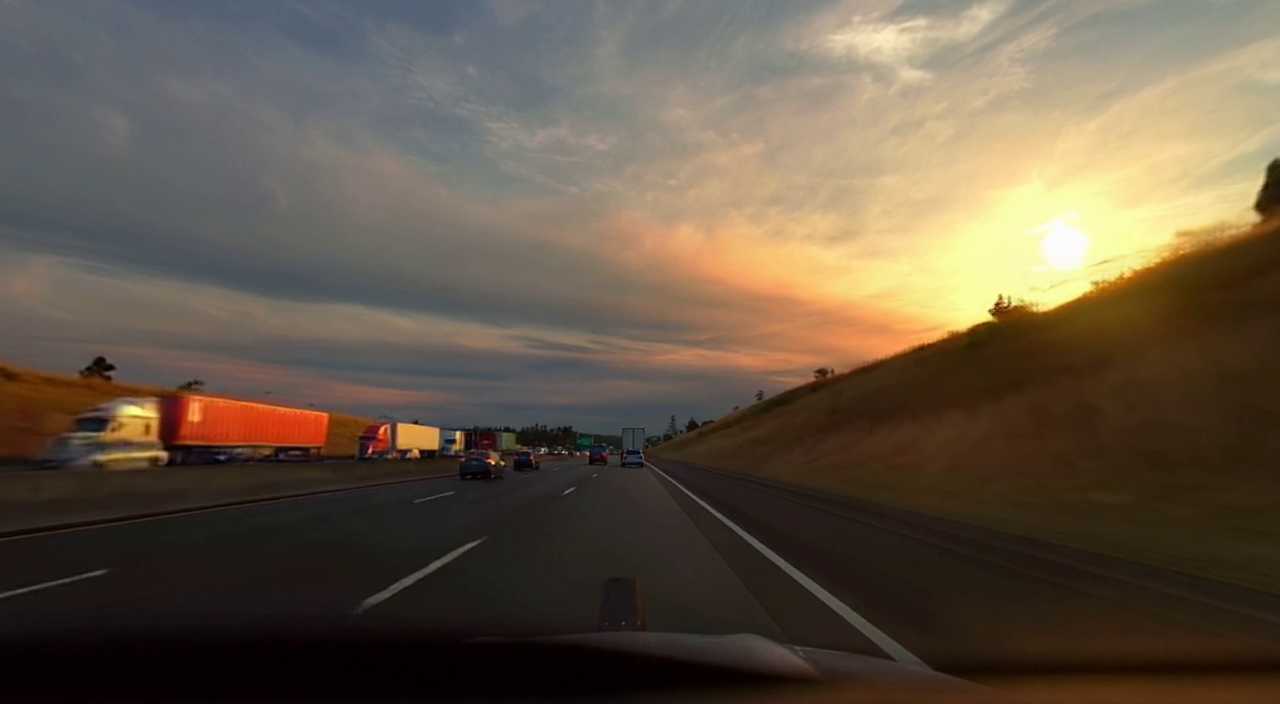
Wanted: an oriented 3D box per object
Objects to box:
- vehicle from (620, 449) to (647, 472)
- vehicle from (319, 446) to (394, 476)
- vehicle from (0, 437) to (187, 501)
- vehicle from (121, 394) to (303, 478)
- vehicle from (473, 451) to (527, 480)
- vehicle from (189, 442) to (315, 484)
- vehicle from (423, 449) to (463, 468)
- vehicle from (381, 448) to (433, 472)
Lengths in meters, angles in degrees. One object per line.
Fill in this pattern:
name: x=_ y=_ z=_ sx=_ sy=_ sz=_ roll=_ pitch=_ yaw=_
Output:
vehicle: x=-0.494 y=8.165 z=47.460 sx=2.009 sy=1.657 sz=3.962 roll=0 pitch=-9 yaw=-1
vehicle: x=-15.131 y=5.843 z=33.963 sx=1.918 sy=1.466 sz=4.632 roll=0 pitch=-9 yaw=-1
vehicle: x=-14.469 y=2.994 z=16.512 sx=2.056 sy=1.438 sz=4.297 roll=0 pitch=-9 yaw=-1
vehicle: x=-19.593 y=4.043 z=29.716 sx=2.935 sy=3.383 sz=7.992 roll=0 pitch=-9 yaw=0
vehicle: x=-7.556 y=6.134 z=34.426 sx=1.895 sy=1.446 sz=4.456 roll=0 pitch=-9 yaw=0
vehicle: x=-14.842 y=4.279 z=24.467 sx=2.121 sy=1.452 sz=4.356 roll=0 pitch=-9 yaw=-1
vehicle: x=-15.198 y=8.228 z=48.733 sx=1.837 sy=1.427 sz=4.020 roll=0 pitch=-9 yaw=-1
vehicle: x=-15.006 y=6.958 z=40.818 sx=1.851 sy=1.438 sz=4.071 roll=0 pitch=-9 yaw=-1
